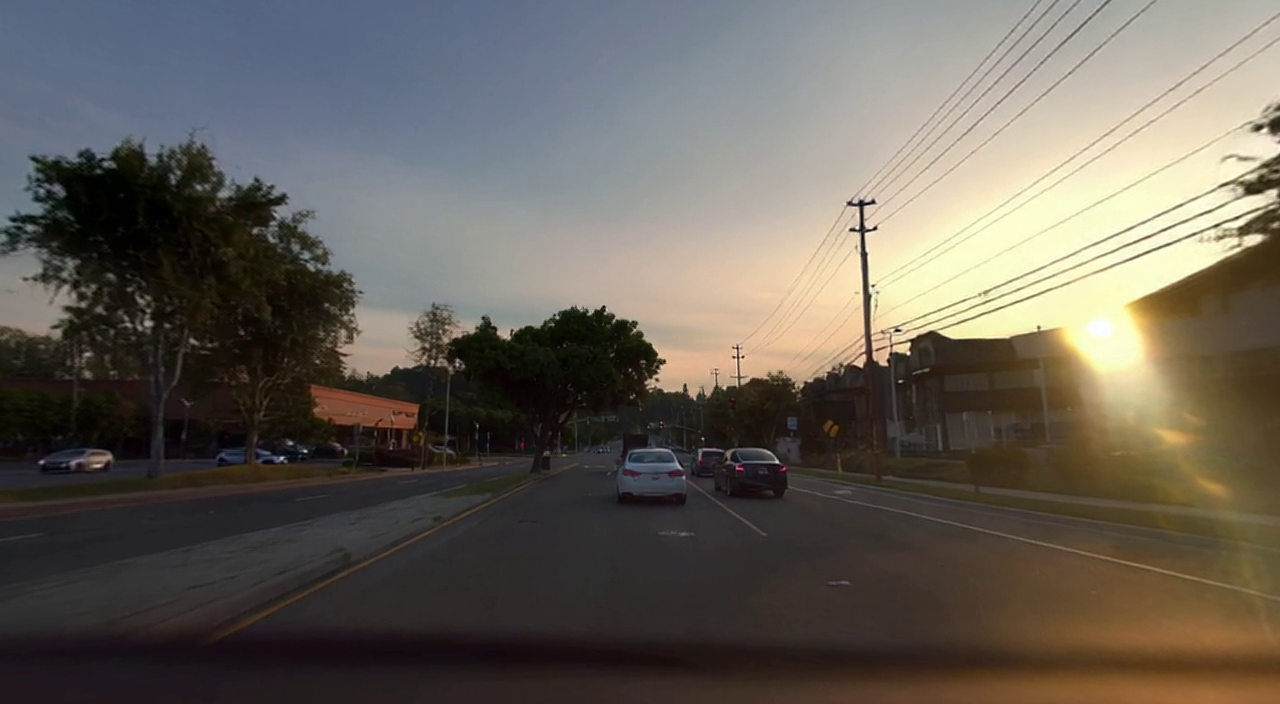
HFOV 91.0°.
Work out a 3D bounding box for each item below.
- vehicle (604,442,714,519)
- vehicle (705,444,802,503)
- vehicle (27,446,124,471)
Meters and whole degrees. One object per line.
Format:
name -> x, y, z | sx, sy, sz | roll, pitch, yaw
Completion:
vehicle -> 0.302, 2.814, 14.344 | 2.144, 1.473, 4.028 | 1, -8, -2
vehicle -> 3.134, 3.436, 18.283 | 1.985, 1.489, 4.036 | 0, -8, -1
vehicle -> -38.802, 7.298, 43.386 | 1.804, 1.478, 4.485 | -4, -8, 25
